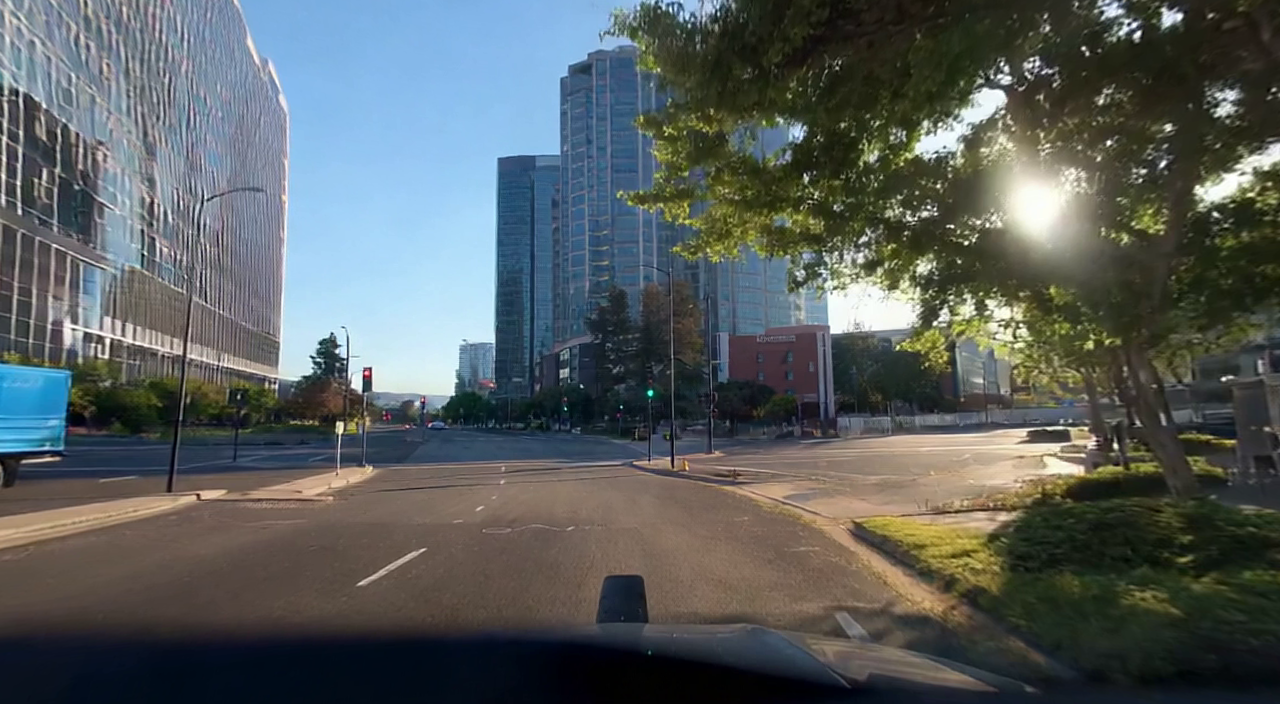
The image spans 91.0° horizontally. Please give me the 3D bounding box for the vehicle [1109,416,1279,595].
[{"bbox_3d":[6.604,1.206,4.781,2.089,1.481,4.436,2,-9,-15],"label":"vehicle"}]
